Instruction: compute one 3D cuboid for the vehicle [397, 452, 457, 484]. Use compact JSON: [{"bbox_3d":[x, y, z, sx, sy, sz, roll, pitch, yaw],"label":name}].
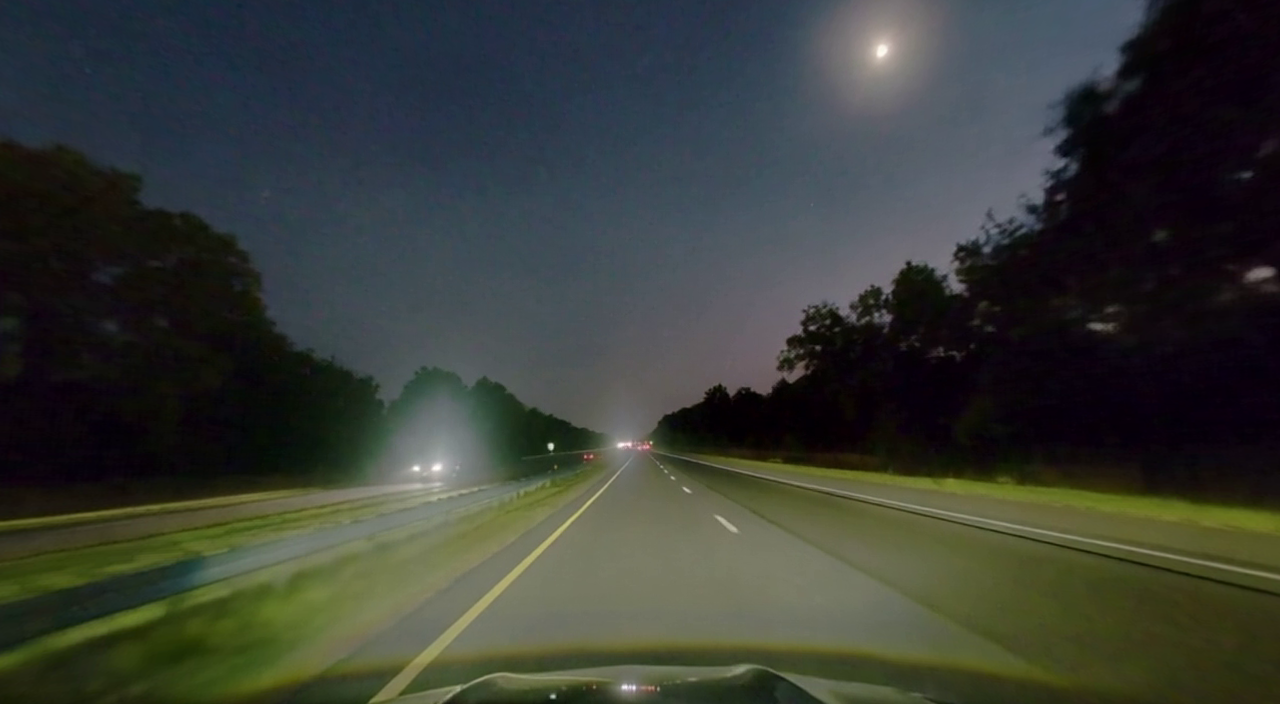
[{"bbox_3d":[-13.937,7.570,41.613,2.127,1.936,4.888,0,-9,1],"label":"vehicle"}]
